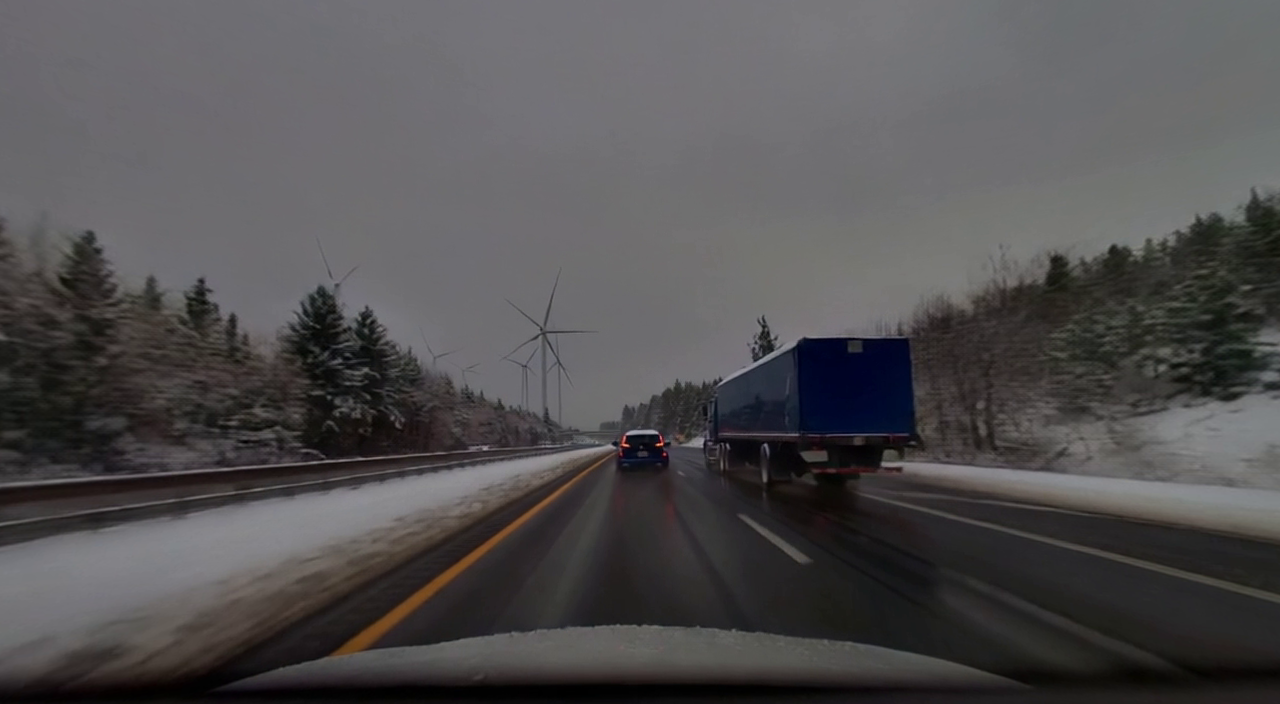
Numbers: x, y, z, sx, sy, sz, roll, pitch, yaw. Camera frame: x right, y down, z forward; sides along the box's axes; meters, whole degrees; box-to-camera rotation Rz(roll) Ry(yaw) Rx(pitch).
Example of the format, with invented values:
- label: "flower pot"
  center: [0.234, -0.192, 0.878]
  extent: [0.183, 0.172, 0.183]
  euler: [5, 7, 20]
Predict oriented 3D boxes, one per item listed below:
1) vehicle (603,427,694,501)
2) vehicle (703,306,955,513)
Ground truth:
- label: "vehicle"
  center: [0.172, 2.793, 16.267]
  extent: [2.038, 1.624, 4.312]
  euler: [0, -8, -1]
- label: "vehicle"
  center: [4.503, 2.087, 20.011]
  extent: [3.129, 4.126, 14.913]
  euler: [0, -8, -1]
